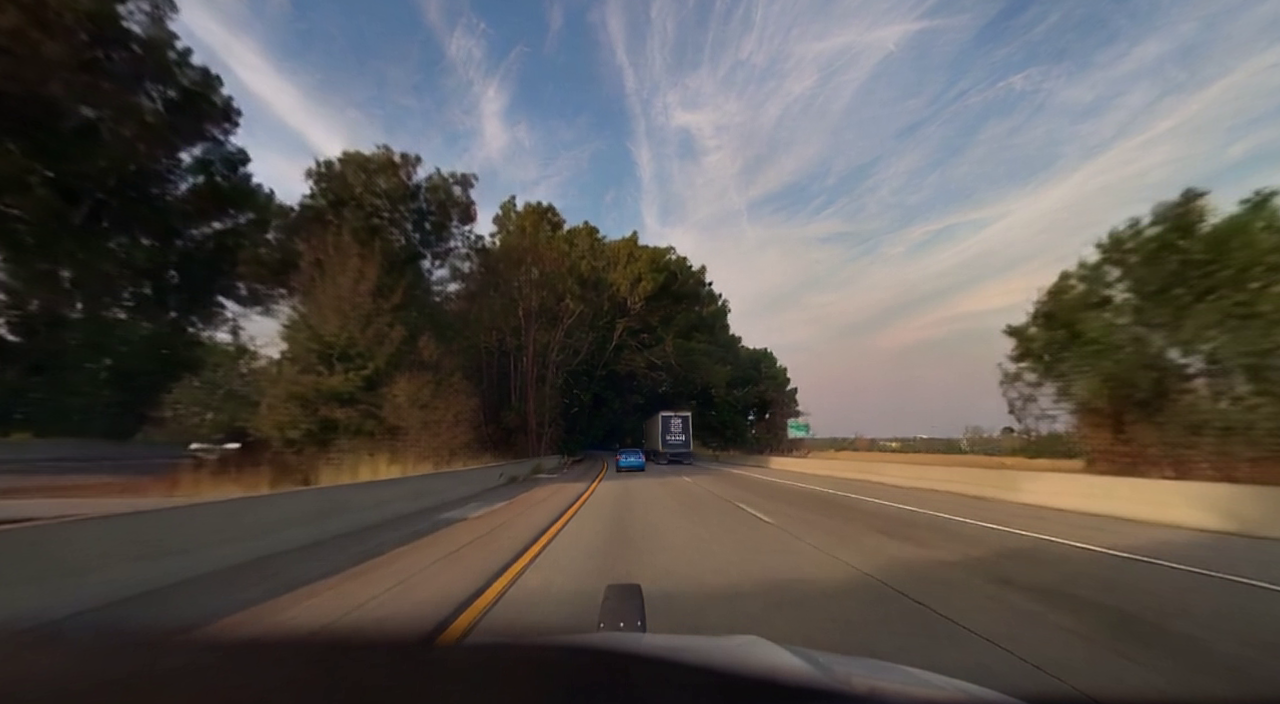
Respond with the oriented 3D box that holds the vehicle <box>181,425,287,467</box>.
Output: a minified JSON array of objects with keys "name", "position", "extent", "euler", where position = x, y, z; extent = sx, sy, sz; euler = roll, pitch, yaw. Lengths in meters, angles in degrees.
[{"name":"vehicle","position":[-20.022,4.702,31.387],"extent":[2.039,1.897,5.042],"euler":[0,-9,-3]}]

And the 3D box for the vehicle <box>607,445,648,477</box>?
[{"name":"vehicle","position":[-0.643,5.393,31.396],"extent":[1.913,1.460,3.610],"euler":[0,-9,-2]}]
